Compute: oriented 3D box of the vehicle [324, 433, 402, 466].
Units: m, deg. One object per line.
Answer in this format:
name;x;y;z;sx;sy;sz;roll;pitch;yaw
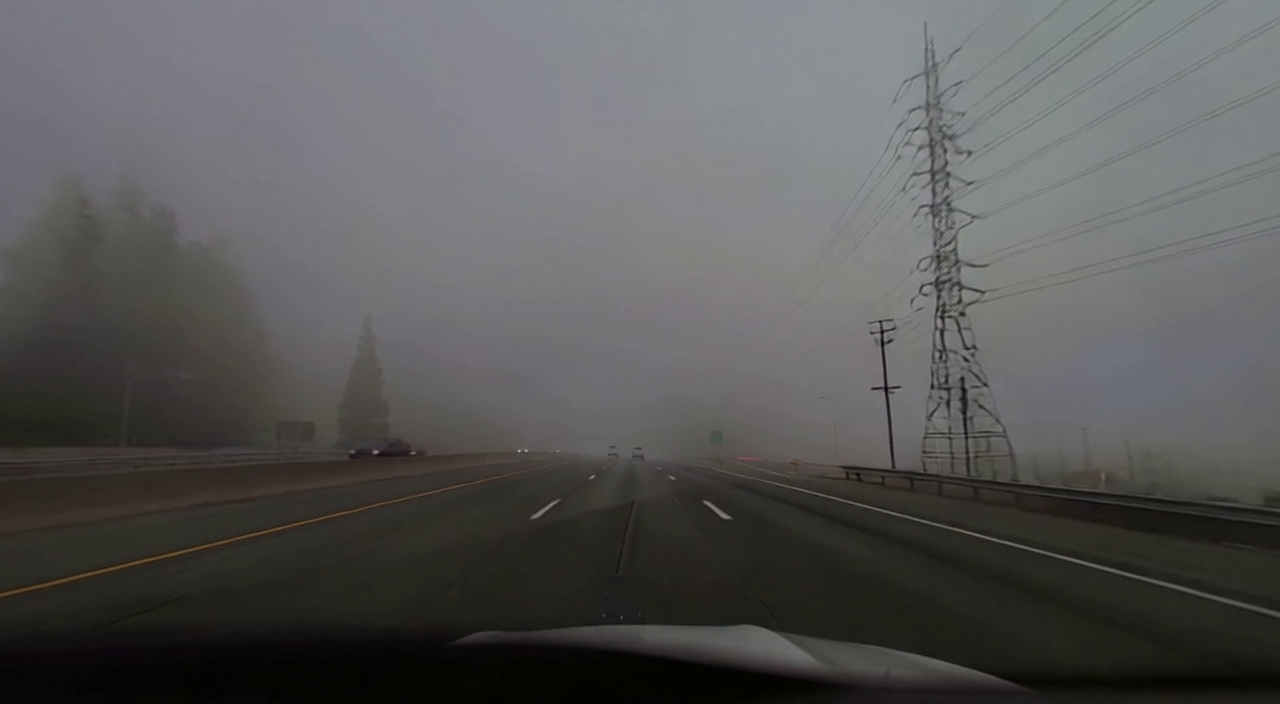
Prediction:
vehicle;-17.899;6.357;41.249;2.470;1.990;5.765;0;-8;0
